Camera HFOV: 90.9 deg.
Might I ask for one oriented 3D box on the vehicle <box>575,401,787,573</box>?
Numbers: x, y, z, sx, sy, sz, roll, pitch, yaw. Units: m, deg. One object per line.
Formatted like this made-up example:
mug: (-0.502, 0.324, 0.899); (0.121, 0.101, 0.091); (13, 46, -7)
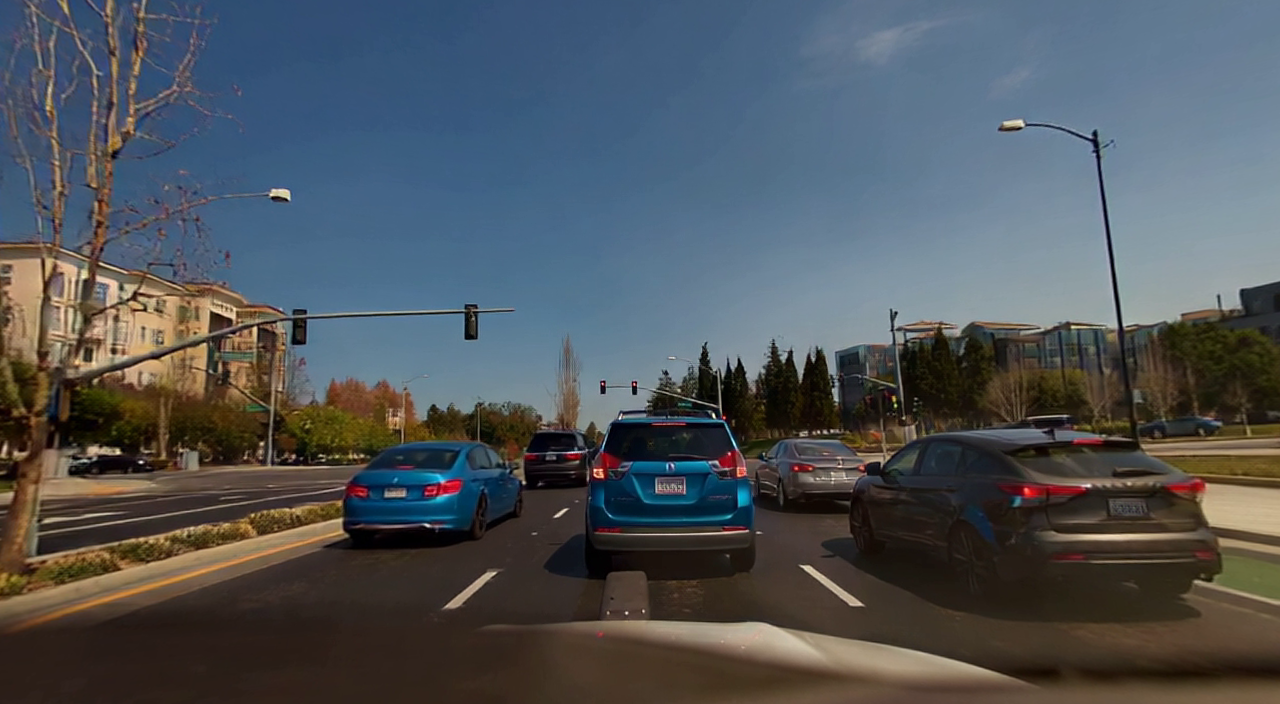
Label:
vehicle: (0.409, 1.711, 8.737); (2.172, 1.764, 4.338); (0, -8, 0)

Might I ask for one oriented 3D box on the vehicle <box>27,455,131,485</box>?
vehicle: (-32.910, 6.913, 37.040); (4.395, 1.636, 1.926); (-1, -8, 6)

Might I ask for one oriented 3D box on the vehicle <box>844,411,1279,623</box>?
vehicle: (3.916, 1.551, 6.861); (1.954, 1.592, 3.992); (0, -8, -2)

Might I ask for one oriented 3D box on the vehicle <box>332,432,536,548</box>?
vehicle: (-3.036, 2.117, 10.401); (1.876, 1.497, 4.308); (0, -8, 1)
